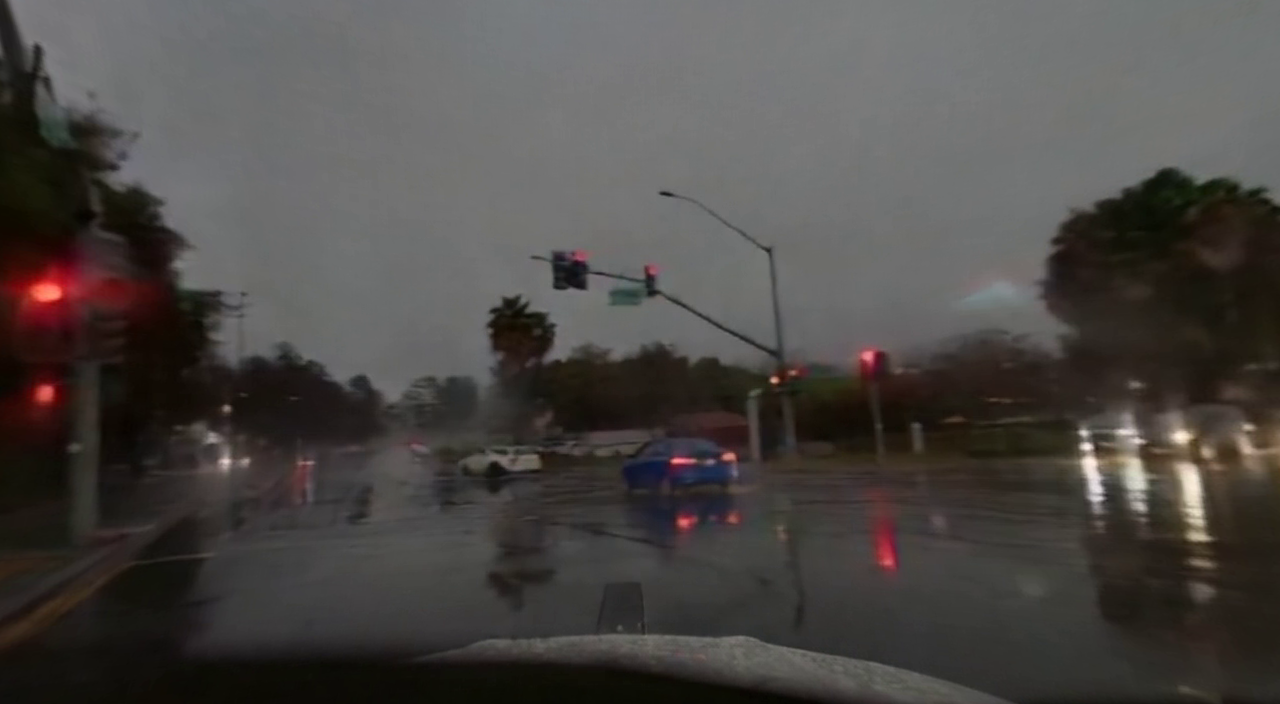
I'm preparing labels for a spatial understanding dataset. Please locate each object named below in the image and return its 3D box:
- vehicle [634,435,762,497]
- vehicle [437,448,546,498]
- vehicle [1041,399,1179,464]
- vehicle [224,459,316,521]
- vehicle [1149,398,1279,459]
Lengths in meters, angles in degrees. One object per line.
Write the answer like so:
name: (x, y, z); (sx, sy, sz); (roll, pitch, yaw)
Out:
vehicle: (1.428, 3.099, 17.606); (2.089, 1.471, 4.206); (2, -9, -17)
vehicle: (-5.336, 4.173, 22.259); (2.068, 1.509, 4.687); (6, -10, -35)
vehicle: (15.246, 2.550, 20.465); (4.176, 1.593, 2.090); (-1, -9, -34)
vehicle: (-11.478, 4.127, 19.442); (1.951, 1.546, 4.597); (6, -10, -35)
vehicle: (16.307, 2.172, 17.609); (4.348, 1.498, 2.041); (5, -10, -35)
